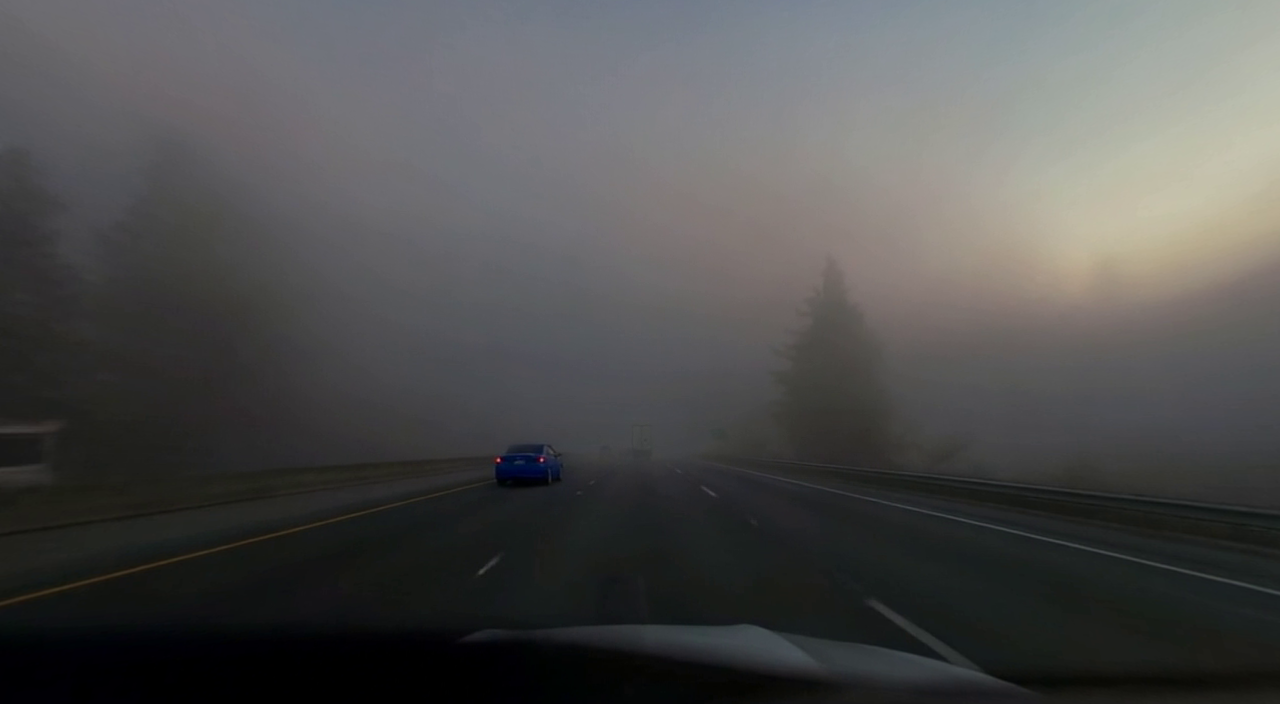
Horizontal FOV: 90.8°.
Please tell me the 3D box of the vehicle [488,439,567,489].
[{"bbox_3d":[-3.825,3.890,22.143,2.018,1.548,3.849,0,-9,0],"label":"vehicle"}]
